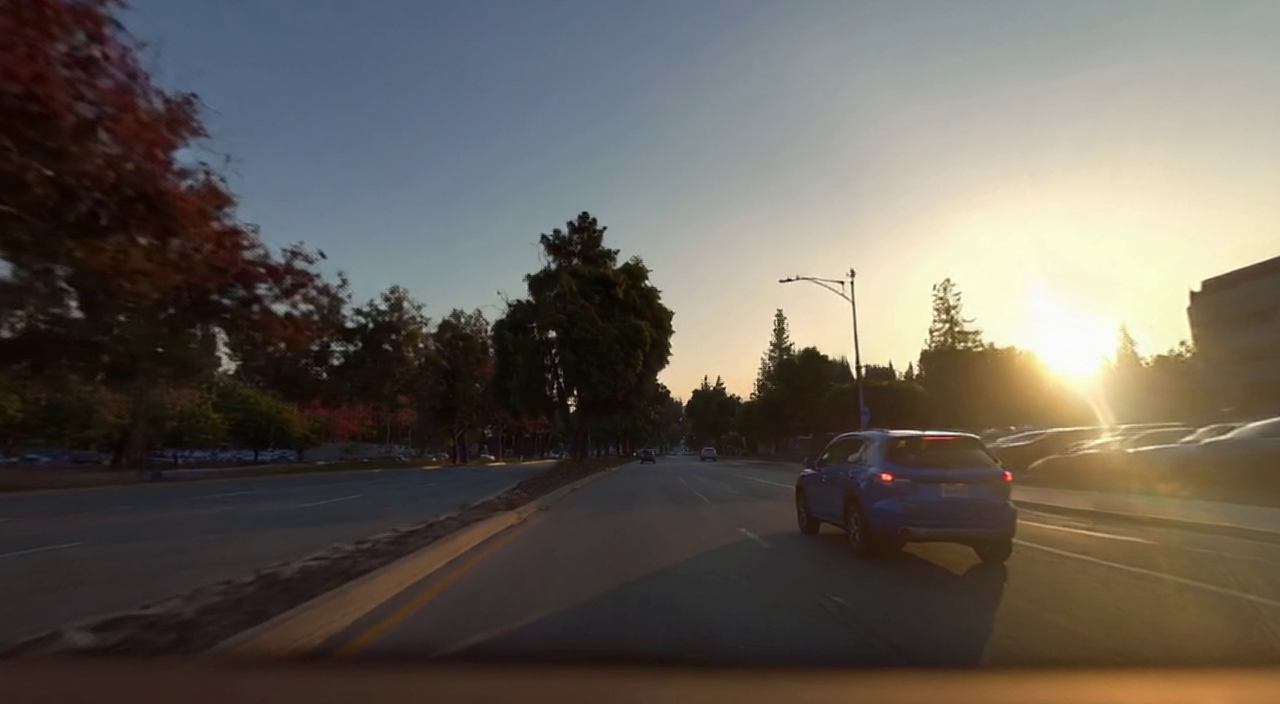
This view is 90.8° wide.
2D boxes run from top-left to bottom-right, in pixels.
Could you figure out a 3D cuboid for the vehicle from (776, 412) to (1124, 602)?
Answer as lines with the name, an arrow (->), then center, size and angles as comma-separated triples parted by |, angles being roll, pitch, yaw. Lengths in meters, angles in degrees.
vehicle -> 3.220, 1.721, 7.819 | 2.060, 1.665, 4.284 | 0, -9, -1
